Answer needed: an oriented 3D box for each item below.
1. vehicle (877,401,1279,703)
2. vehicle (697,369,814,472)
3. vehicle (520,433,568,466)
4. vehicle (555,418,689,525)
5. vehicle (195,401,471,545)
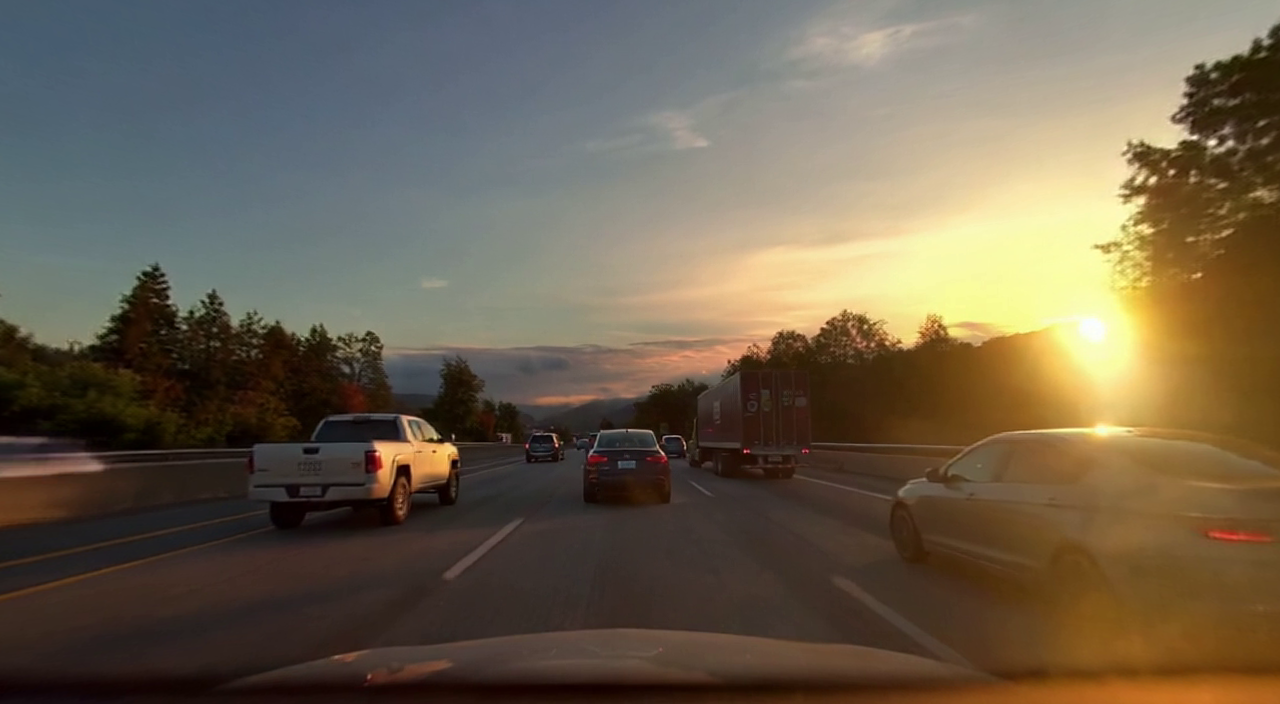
[{"bbox_3d":[3.568,1.230,4.769,1.951,1.477,3.963,0,-8,-1],"label":"vehicle"},{"bbox_3d":[5.282,3.705,32.366,2.888,4.135,14.071,0,-8,-2],"label":"vehicle"},{"bbox_3d":[-5.082,5.197,33.909,1.971,1.648,3.983,0,-8,-1],"label":"vehicle"},{"bbox_3d":[-0.324,2.125,11.791,2.083,1.647,3.799,0,-8,-2],"label":"vehicle"},{"bbox_3d":[-4.426,1.819,10.180,2.101,1.767,4.702,0,-8,-1],"label":"vehicle"}]
